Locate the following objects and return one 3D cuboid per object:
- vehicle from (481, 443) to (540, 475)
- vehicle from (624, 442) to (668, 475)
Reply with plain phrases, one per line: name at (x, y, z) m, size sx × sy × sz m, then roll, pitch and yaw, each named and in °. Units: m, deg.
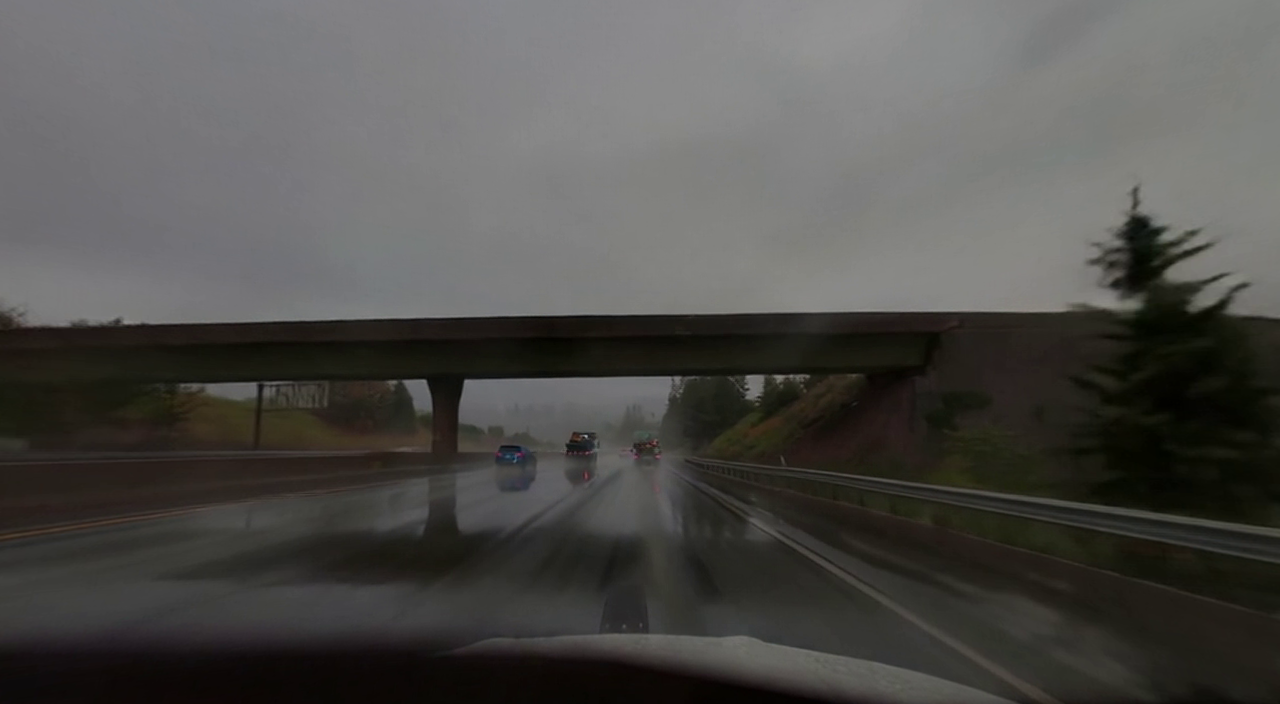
vehicle at (-6.955, 5.783, 34.370) m, size 2.115 × 1.644 × 4.513 m, roll 0°, pitch -8°, yaw 2°
vehicle at (0.326, 5.915, 35.229) m, size 2.336 × 1.722 × 4.212 m, roll 0°, pitch -8°, yaw 1°
